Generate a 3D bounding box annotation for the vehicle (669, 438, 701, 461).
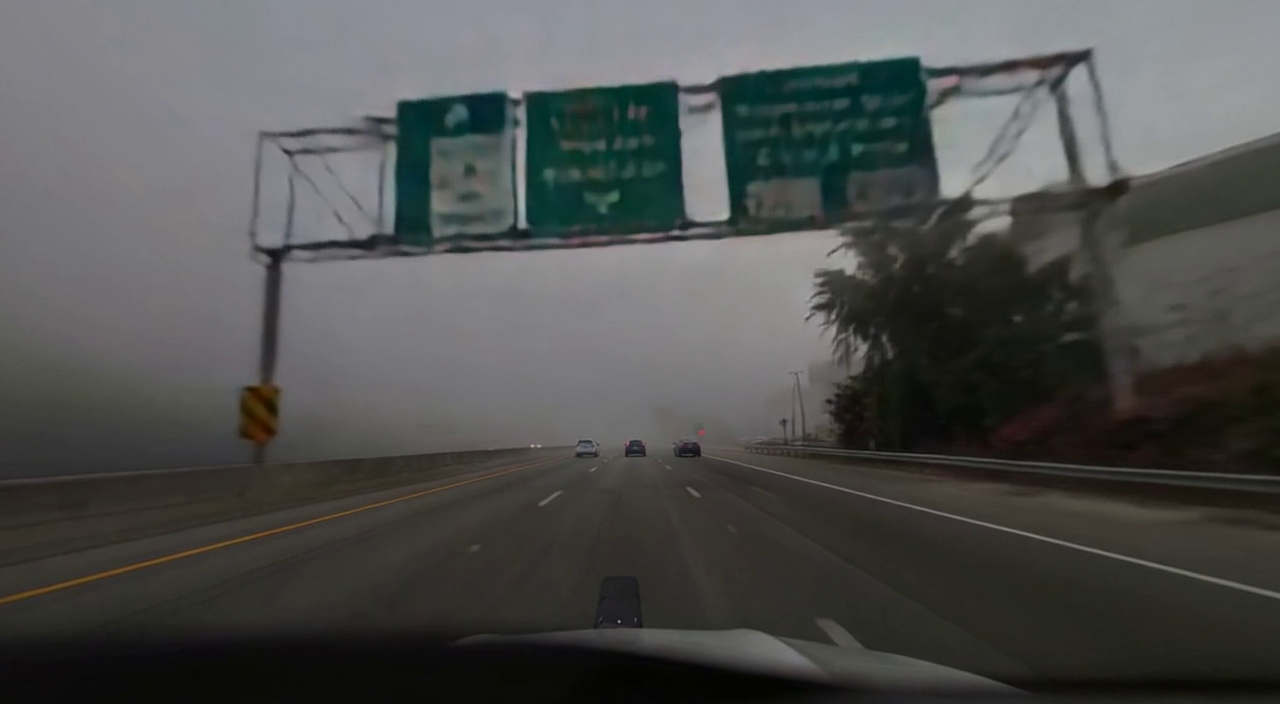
[{"bbox_3d":[3.260,7.146,46.138,1.992,1.532,3.996,0,-8,-1],"label":"vehicle"}]
